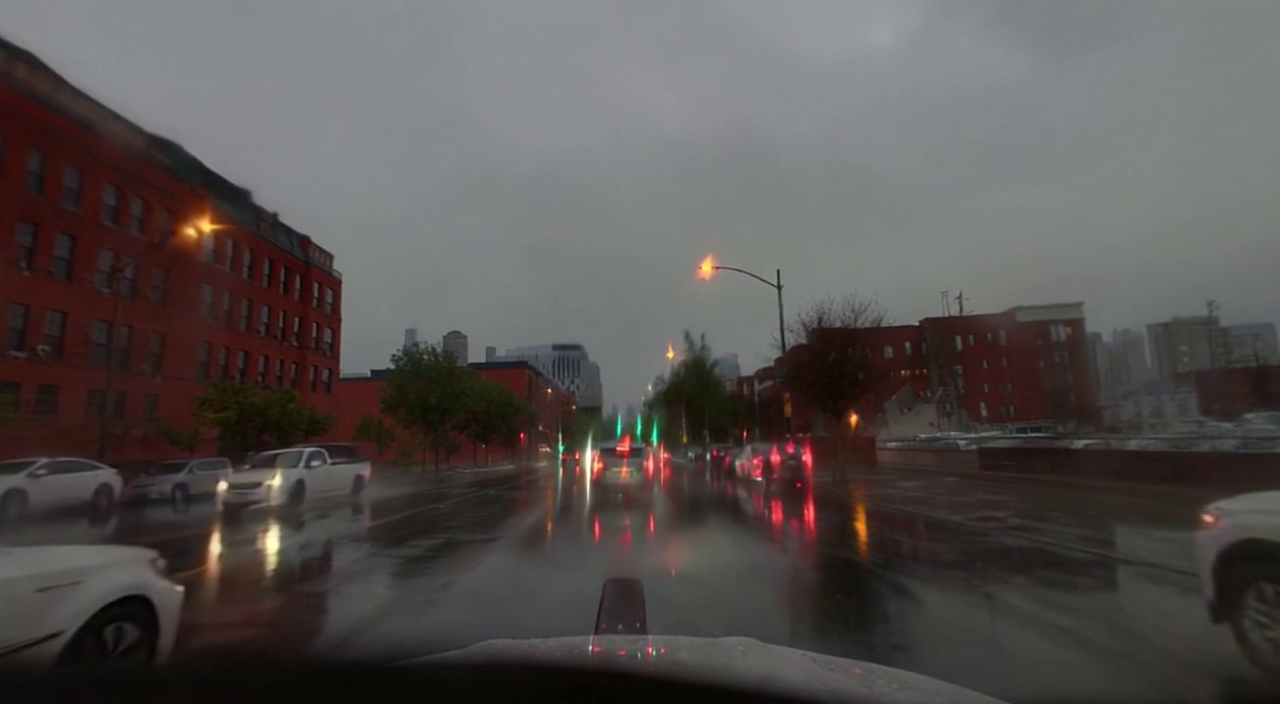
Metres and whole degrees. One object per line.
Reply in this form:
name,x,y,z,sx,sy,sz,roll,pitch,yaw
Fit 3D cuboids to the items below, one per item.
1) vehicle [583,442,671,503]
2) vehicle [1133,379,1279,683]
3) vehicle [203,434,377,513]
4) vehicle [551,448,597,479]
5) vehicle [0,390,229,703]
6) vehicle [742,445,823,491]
vehicle,-0.332,3.377,18.097,2.230,1.518,4.113,0,-9,0
vehicle,4.833,0.822,2.227,2.123,1.736,4.795,1,-9,-3
vehicle,-9.625,3.357,17.931,2.152,1.890,4.804,0,-9,0
vehicle,-3.523,6.035,34.460,1.972,1.560,4.066,0,-9,2
vehicle,-3.453,0.759,1.329,1.934,1.548,4.635,0,-9,1
vehicle,4.969,4.090,22.534,1.832,1.491,4.054,0,-9,-1
